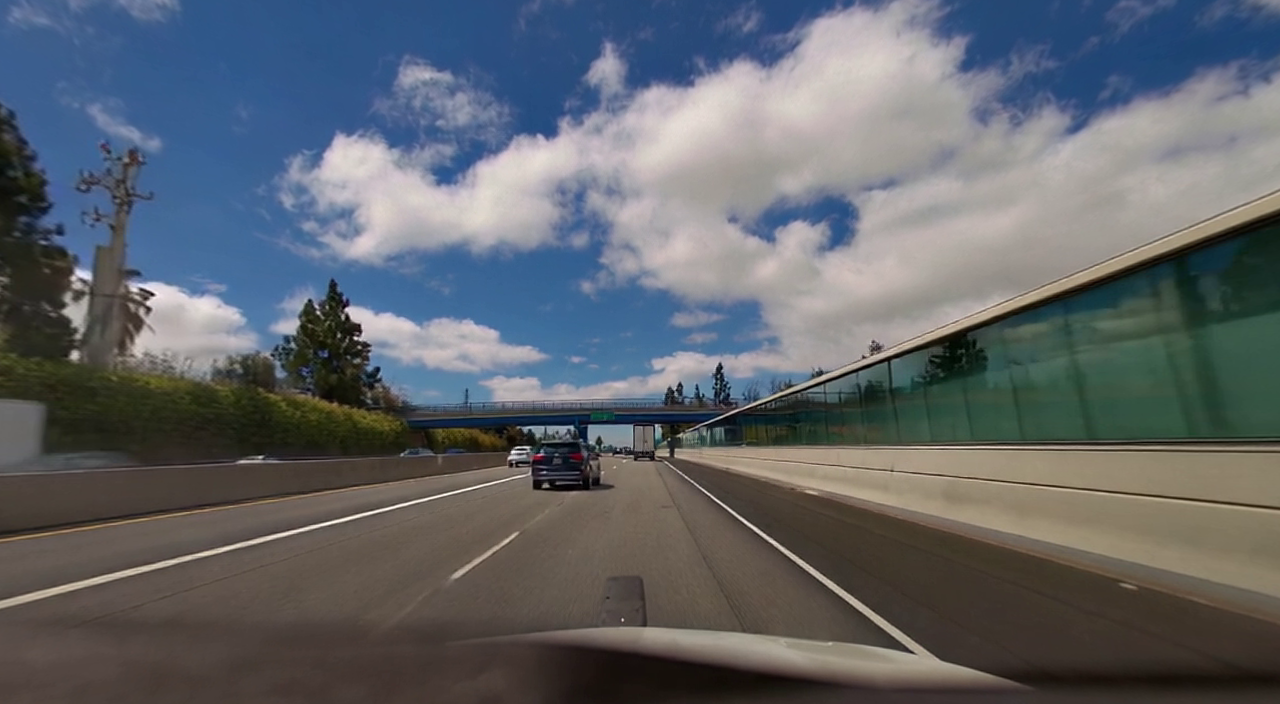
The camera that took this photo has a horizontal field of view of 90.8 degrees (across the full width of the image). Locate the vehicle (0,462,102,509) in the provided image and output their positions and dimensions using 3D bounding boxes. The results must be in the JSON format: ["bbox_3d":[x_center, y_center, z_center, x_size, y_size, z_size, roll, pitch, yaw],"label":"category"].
[{"bbox_3d":[-21.537,4.640,22.202,1.870,1.400,3.724,0,-9,0],"label":"vehicle"}]

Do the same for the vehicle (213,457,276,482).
[{"bbox_3d":[-25.617,7.594,40.969,1.749,1.415,3.546,0,-9,0],"label":"vehicle"}]

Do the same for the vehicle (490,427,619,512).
[{"bbox_3d":[-1.833,2.752,15.229,2.299,1.716,4.579,-1,-9,2],"label":"vehicle"}]
